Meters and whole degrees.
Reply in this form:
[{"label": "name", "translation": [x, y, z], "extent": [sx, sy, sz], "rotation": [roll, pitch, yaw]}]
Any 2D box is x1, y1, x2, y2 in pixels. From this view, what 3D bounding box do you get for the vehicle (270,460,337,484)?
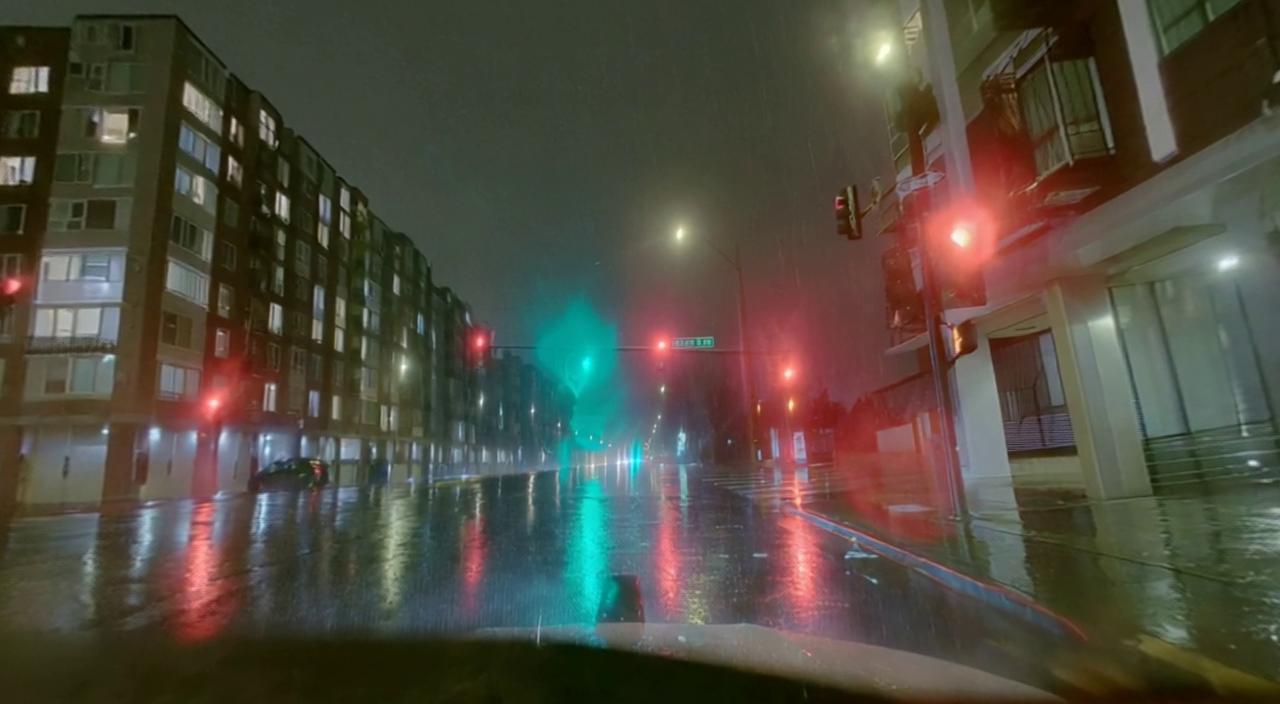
[{"label": "vehicle", "translation": [-24.671, 8.804, 46.269], "extent": [3.882, 1.600, 1.768], "rotation": [0, -9, 2]}]
